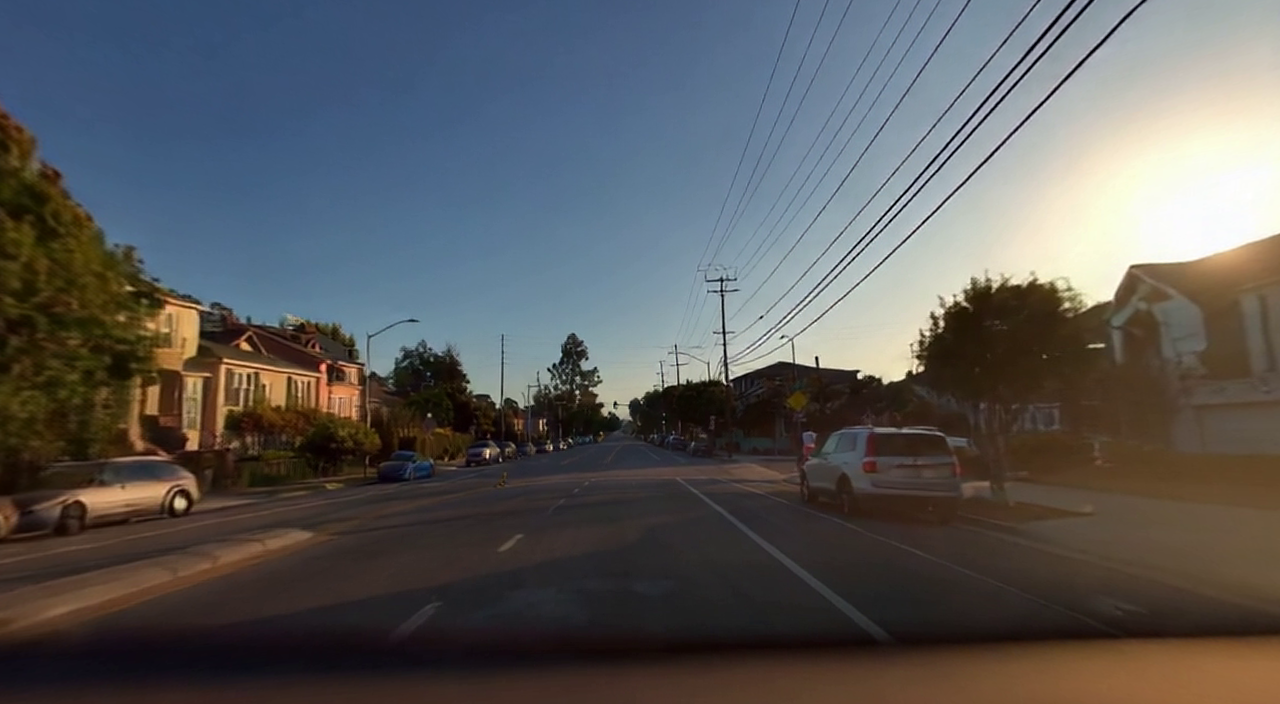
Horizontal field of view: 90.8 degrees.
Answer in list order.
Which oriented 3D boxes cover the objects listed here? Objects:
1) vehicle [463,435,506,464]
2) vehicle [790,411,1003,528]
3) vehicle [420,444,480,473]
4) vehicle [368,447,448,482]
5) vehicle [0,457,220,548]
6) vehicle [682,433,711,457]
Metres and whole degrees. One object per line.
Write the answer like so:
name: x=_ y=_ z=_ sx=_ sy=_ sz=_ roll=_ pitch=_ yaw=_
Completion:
vehicle: x=-11.279 y=7.124 z=46.208 sx=2.056 sy=1.980 sz=4.763 roll=0 pitch=-8 yaw=-1
vehicle: x=4.497 y=2.128 z=11.985 sx=2.126 sy=1.802 sz=4.259 roll=0 pitch=-8 yaw=-2
vehicle: x=-11.161 y=6.265 z=37.460 sx=2.082 sy=1.540 sz=4.654 roll=0 pitch=-8 yaw=0
vehicle: x=-11.213 y=5.448 z=30.959 sx=1.970 sy=1.523 sz=4.702 roll=-1 pitch=-8 yaw=2
vehicle: x=-11.098 y=2.975 z=13.159 sx=1.778 sy=1.470 sz=4.217 roll=0 pitch=-8 yaw=0
vehicle: x=4.252 y=7.094 z=48.176 sx=1.867 sy=1.680 sz=4.176 roll=0 pitch=-8 yaw=0
